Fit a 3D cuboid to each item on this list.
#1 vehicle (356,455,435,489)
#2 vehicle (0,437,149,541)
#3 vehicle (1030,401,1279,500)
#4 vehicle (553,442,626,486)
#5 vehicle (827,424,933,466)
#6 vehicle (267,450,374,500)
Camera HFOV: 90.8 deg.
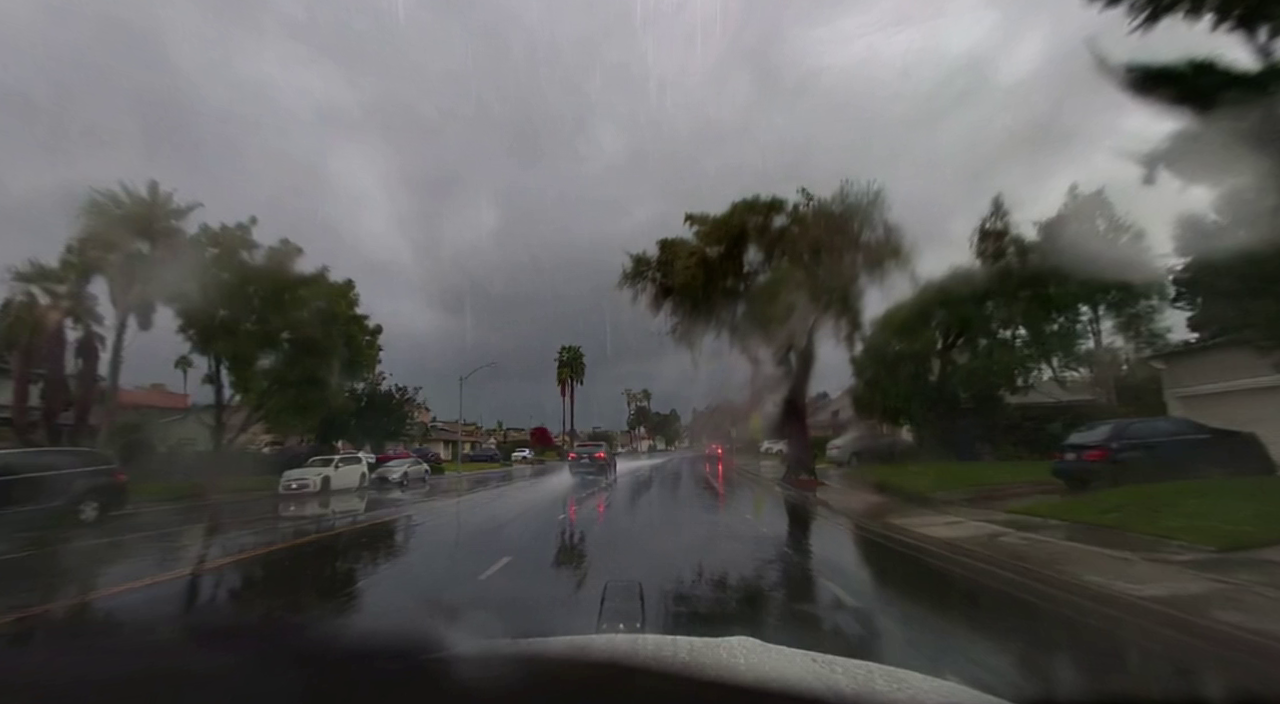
[{"bbox_3d":[-12.328,6.072,32.205,1.995,1.482,4.448,-4,-10,5],"label":"vehicle"},{"bbox_3d":[-13.825,2.884,13.196,2.202,2.044,5.863,-3,-10,3],"label":"vehicle"},{"bbox_3d":[11.166,2.050,13.369,4.424,1.611,1.898,-5,-8,0],"label":"vehicle"},{"bbox_3d":[-1.759,4.108,23.486,2.035,1.474,4.284,-1,-9,4],"label":"vehicle"},{"bbox_3d":[12.198,4.790,32.387,4.549,1.672,2.008,-6,-11,4],"label":"vehicle"},{"bbox_3d":[-13.083,5.023,26.239,1.895,1.802,4.454,-3,-9,4],"label":"vehicle"}]
